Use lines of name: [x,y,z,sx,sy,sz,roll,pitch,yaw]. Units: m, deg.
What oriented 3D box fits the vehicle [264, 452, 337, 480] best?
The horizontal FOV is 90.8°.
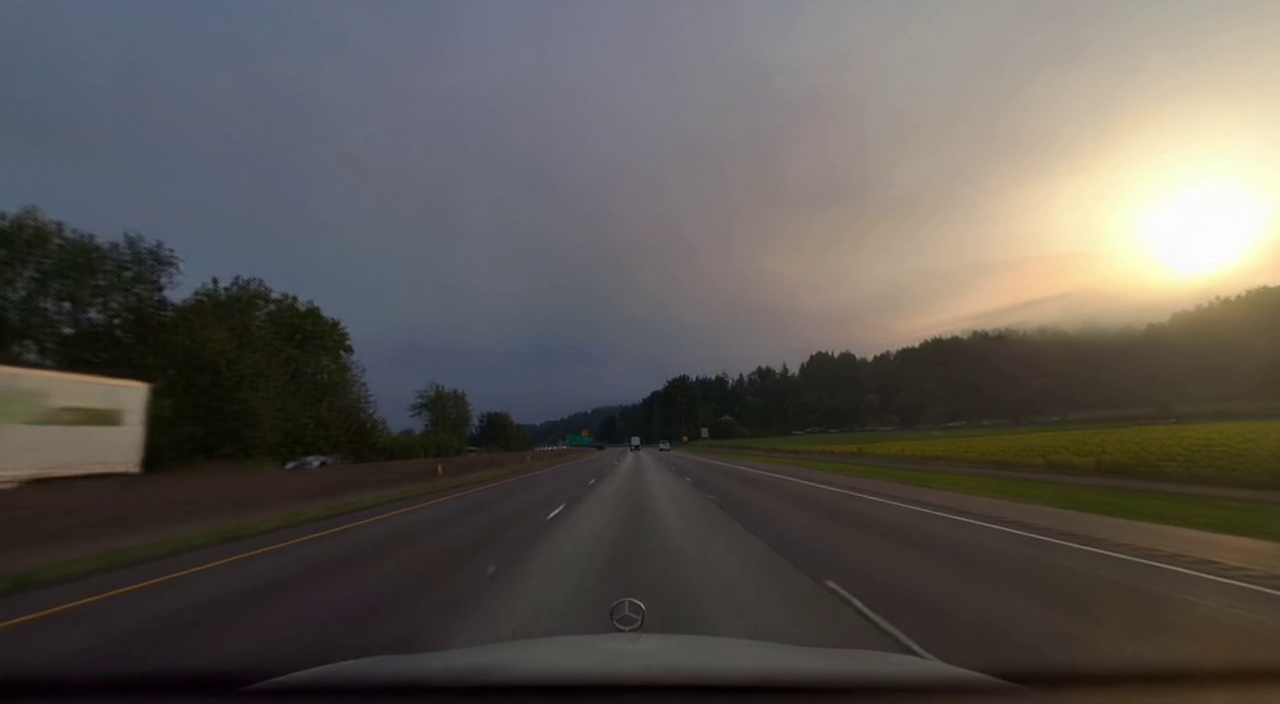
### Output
vehicle: [-19.624,6.566,36.685,1.797,1.464,4.384,0,-9,0]
